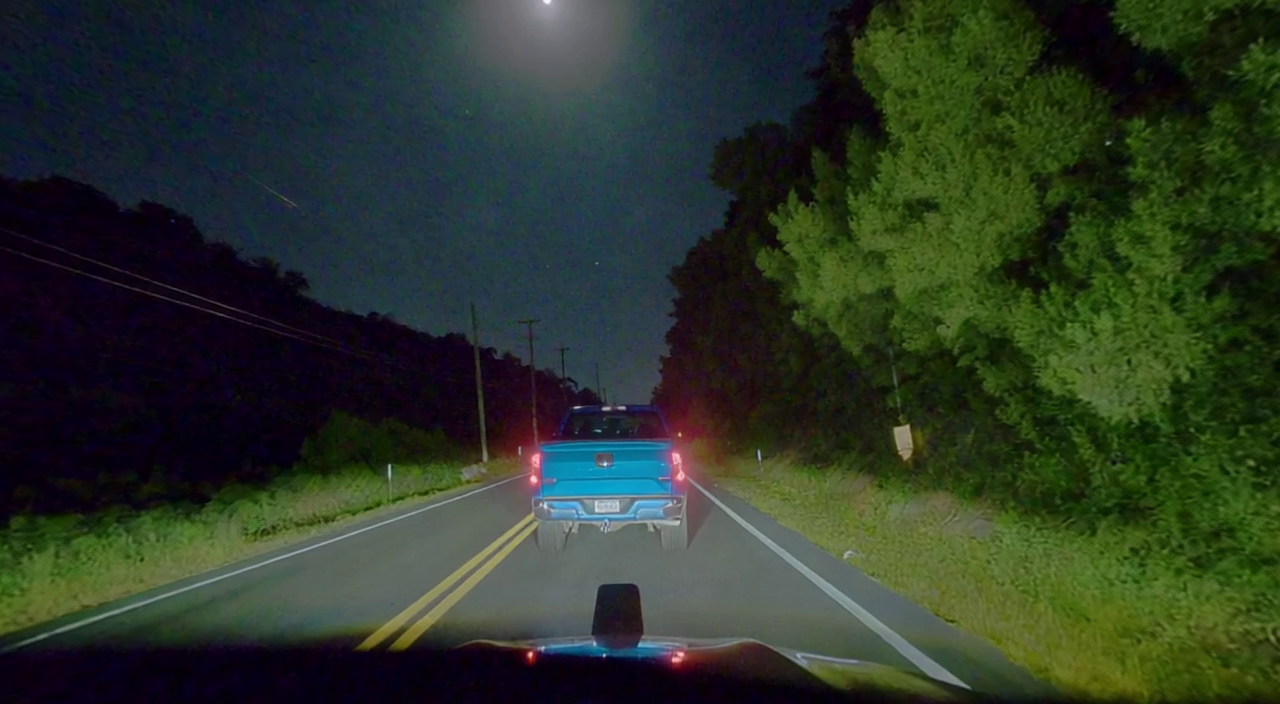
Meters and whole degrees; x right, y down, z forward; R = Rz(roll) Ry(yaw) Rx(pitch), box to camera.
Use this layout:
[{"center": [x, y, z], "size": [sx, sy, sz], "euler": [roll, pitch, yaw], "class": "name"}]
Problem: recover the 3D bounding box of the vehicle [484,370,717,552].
[{"center": [-0.529, 1.761, 10.772], "size": [2.837, 2.223, 5.885], "euler": [0, -8, -1], "class": "vehicle"}]
